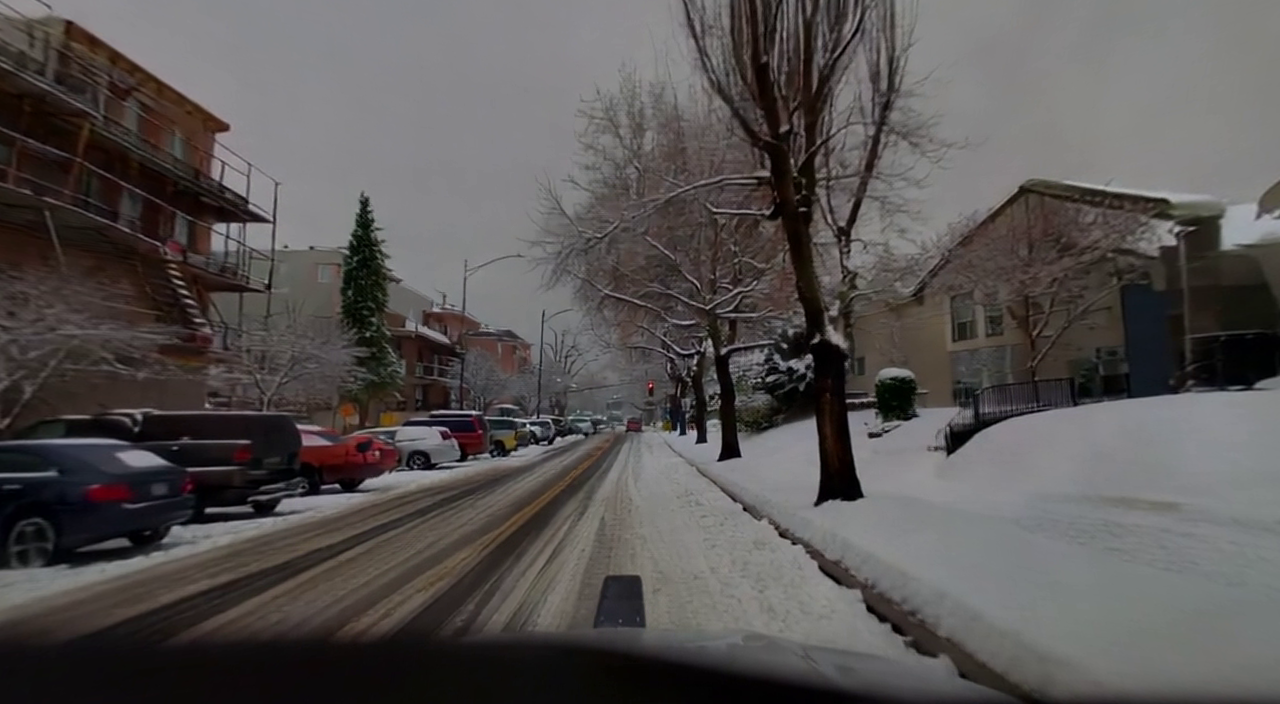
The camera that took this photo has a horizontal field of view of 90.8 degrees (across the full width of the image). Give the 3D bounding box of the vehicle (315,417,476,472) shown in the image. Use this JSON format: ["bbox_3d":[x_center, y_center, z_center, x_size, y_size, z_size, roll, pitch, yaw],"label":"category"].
[{"bbox_3d":[-8.511,3.268,22.367,4.854,1.832,1.964,0,-8,1],"label":"vehicle"}]

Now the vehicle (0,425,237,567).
[{"bbox_3d":[-7.425,1.634,7.512,3.952,1.459,1.797,0,-8,-3],"label":"vehicle"}]
